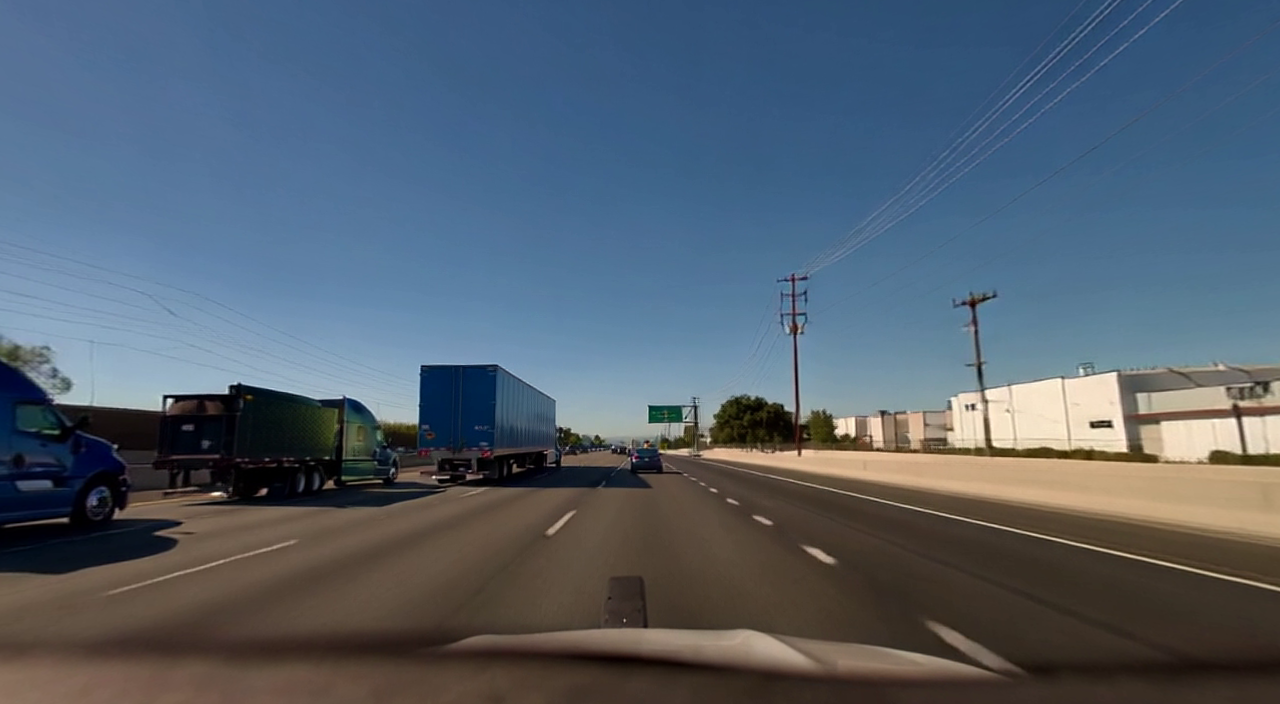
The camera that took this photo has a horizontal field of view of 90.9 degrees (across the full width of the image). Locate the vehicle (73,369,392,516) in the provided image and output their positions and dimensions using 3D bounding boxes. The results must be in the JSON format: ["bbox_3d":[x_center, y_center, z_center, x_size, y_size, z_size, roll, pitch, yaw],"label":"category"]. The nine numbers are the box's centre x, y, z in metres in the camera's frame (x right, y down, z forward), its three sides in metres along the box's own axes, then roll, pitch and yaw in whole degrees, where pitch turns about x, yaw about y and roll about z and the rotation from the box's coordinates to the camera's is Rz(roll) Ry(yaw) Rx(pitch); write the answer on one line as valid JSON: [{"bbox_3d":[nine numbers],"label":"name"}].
[{"bbox_3d":[-10.569,2.632,18.287,2.896,3.140,9.491,0,-9,0],"label":"vehicle"}]

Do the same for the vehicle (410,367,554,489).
[{"bbox_3d":[-6.311,3.660,28.838,2.907,4.081,15.311,0,-9,-1],"label":"vehicle"}]

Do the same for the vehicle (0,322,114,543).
[{"bbox_3d":[-10.639,0.898,7.357,2.722,3.172,7.167,0,-9,0],"label":"vehicle"}]

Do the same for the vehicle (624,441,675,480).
[{"bbox_3d":[0.352,4.662,27.386,2.055,1.514,4.323,0,-8,-1],"label":"vehicle"}]
